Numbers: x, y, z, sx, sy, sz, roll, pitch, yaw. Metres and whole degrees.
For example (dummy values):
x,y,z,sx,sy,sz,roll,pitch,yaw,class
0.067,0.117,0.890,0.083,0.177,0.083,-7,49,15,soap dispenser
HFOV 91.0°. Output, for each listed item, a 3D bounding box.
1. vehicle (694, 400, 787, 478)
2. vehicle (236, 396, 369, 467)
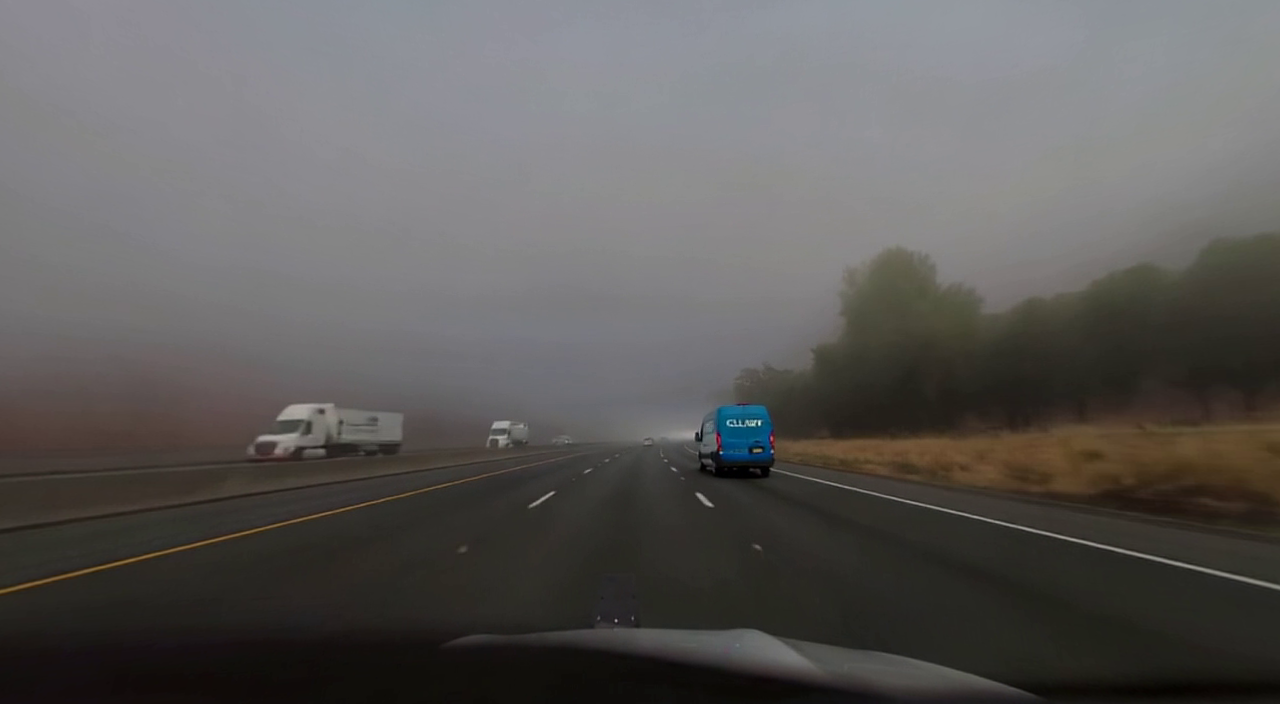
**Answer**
x,y,z,sx,sy,sz,roll,pitch,yaw,class
3.616,3.323,24.014,2.485,2.562,5.535,0,-8,-1,vehicle
-22.119,5.408,42.238,2.992,4.136,10.324,-1,-8,1,vehicle
